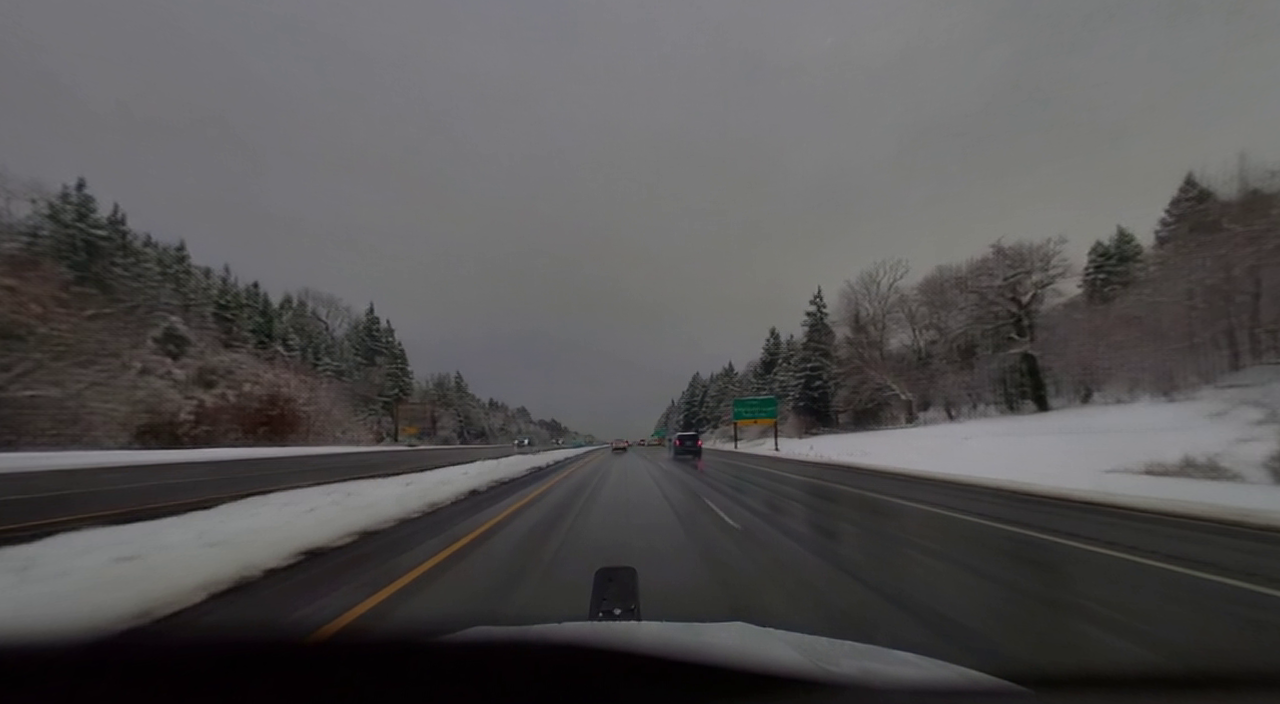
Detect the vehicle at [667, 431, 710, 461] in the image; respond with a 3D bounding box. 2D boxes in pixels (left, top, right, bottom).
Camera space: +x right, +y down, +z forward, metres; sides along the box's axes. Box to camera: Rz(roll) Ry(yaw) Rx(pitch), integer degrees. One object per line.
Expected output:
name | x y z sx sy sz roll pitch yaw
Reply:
vehicle | 2.872 5.642 38.206 2.085 1.681 4.436 0 -7 -2
